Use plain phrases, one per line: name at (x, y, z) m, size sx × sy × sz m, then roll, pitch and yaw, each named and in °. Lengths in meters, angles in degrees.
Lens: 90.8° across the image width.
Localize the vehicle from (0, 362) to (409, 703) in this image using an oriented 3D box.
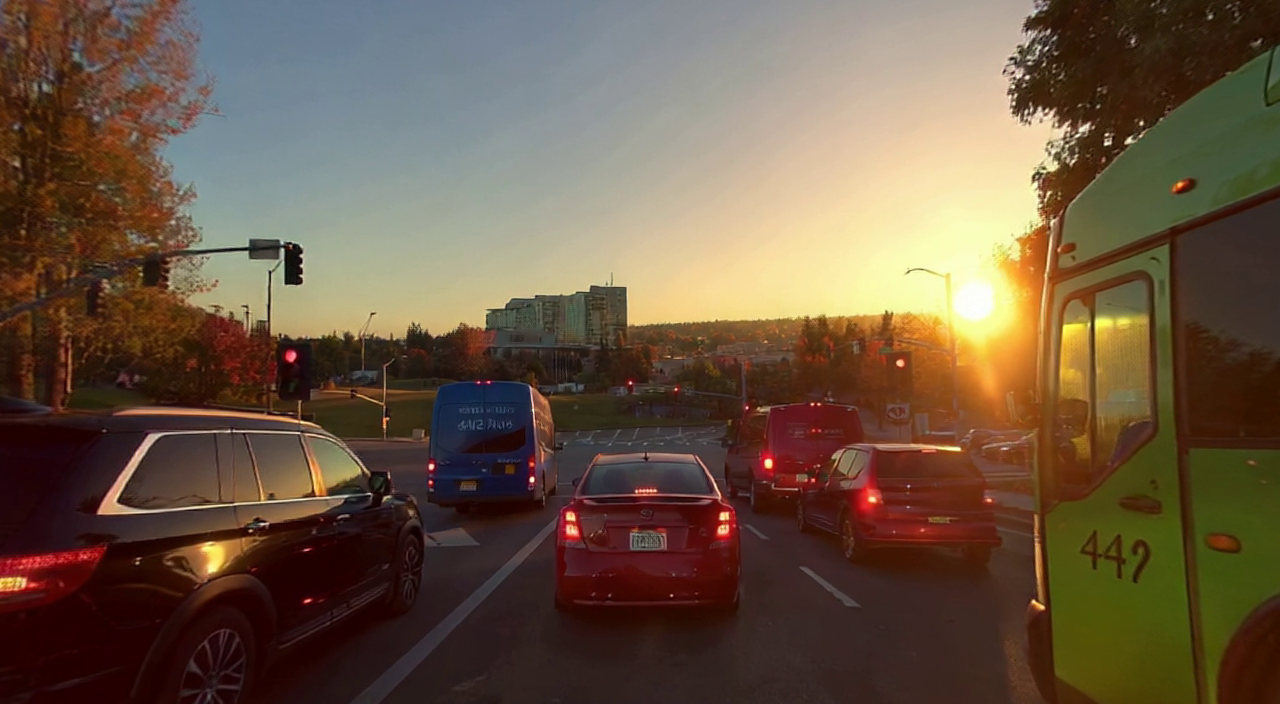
vehicle at (-3.408, 1.180, 4.627) m, size 1.921 × 1.701 × 3.989 m, roll 0°, pitch -8°, yaw -1°

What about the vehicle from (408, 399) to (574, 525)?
vehicle at (-2.942, 2.352, 13.961) m, size 2.335 × 2.221 × 5.165 m, roll 0°, pitch -8°, yaw 1°

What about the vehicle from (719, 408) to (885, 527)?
vehicle at (3.142, 2.401, 13.675) m, size 2.143 × 2.036 × 5.367 m, roll 0°, pitch -8°, yaw 0°

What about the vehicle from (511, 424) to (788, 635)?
vehicle at (0.057, 1.545, 6.412) m, size 1.976 × 1.485 × 3.624 m, roll 0°, pitch -8°, yaw 0°

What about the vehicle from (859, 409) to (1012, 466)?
vehicle at (17.586, 5.141, 37.922) m, size 7.839 × 3.213 × 2.628 m, roll 0°, pitch -8°, yaw -3°

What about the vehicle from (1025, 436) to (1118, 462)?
vehicle at (25.900, 5.825, 37.991) m, size 4.229 × 1.489 × 1.794 m, roll 0°, pitch -8°, yaw -1°
